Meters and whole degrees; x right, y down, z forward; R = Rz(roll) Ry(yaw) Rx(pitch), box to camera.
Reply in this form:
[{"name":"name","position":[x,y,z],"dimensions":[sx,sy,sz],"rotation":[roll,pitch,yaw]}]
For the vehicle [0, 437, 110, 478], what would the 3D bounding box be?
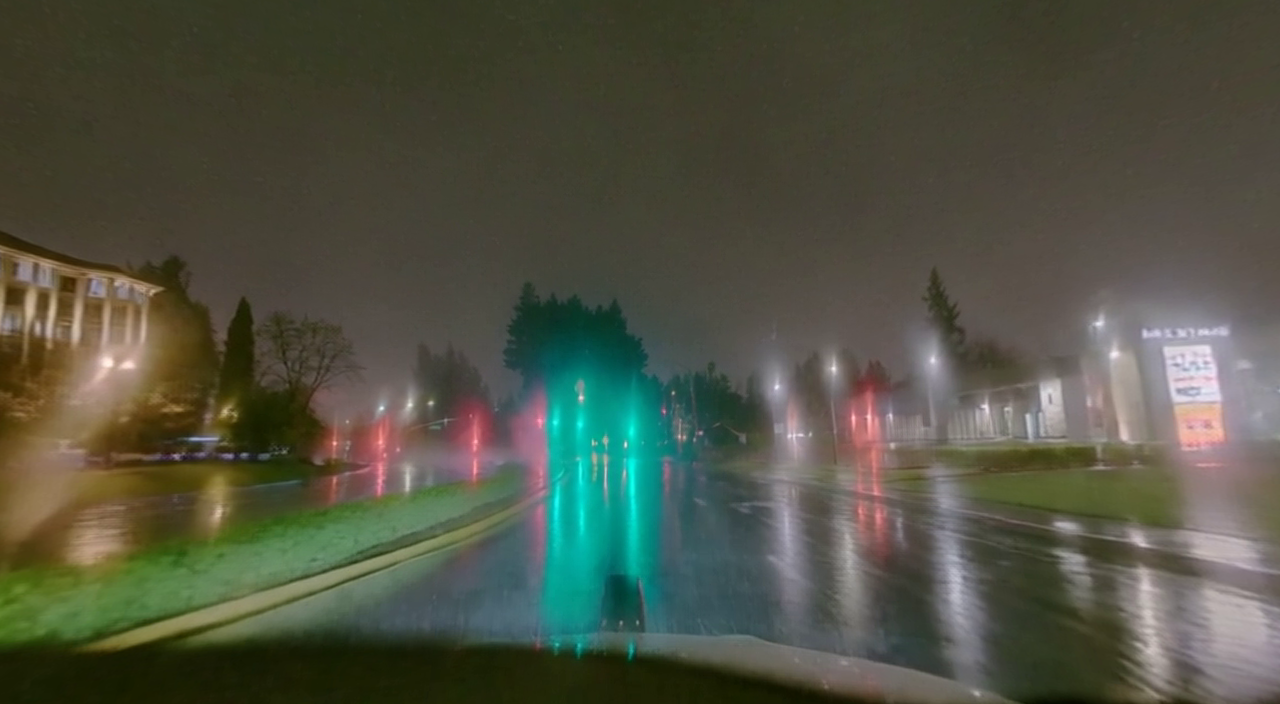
[{"name":"vehicle","position":[-29.445,5.165,30.867],"dimensions":[4.812,1.932,2.147],"rotation":[0,-9,-2]}]
